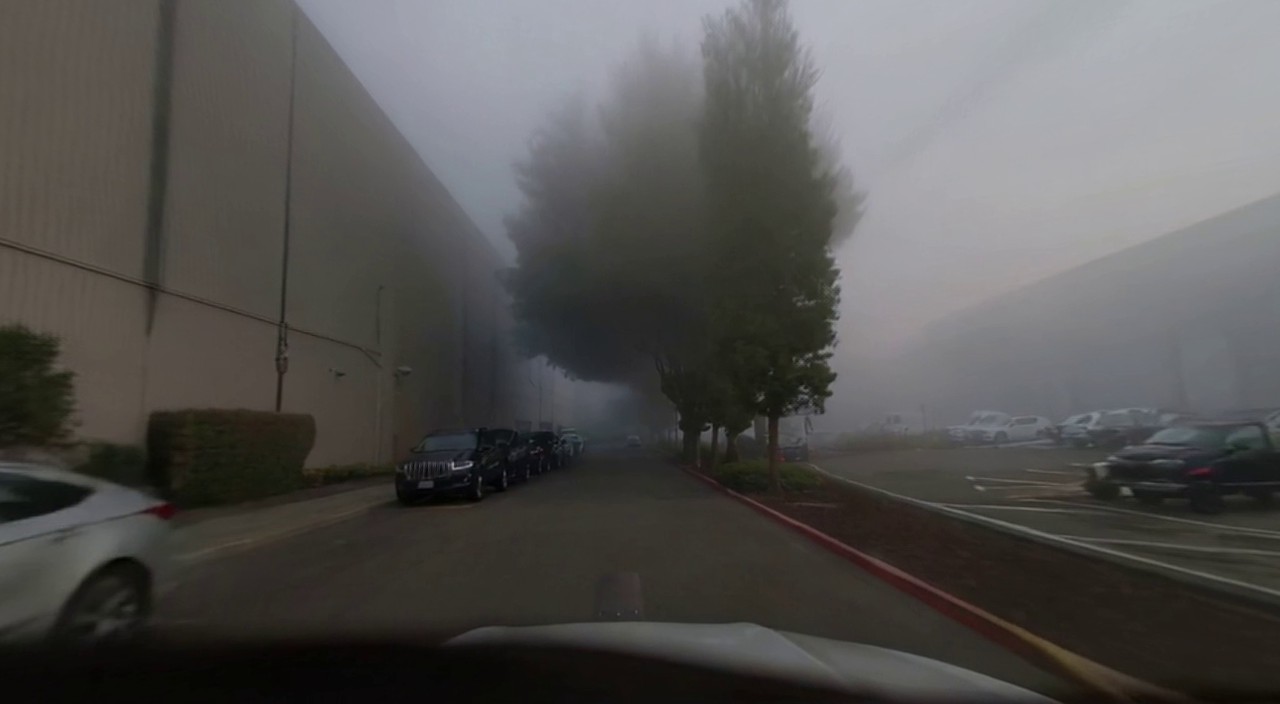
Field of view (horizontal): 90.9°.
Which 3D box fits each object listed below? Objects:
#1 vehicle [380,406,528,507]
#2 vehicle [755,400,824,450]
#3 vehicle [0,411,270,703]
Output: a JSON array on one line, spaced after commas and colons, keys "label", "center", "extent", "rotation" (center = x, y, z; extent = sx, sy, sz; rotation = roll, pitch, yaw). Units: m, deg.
[{"label": "vehicle", "center": [-4.170, 2.494, 15.065], "extent": [2.161, 1.843, 5.181], "rotation": [-3, -9, -3]}, {"label": "vehicle", "center": [10.117, 5.090, 43.497], "extent": [2.622, 3.108, 7.053], "rotation": [0, -8, -3]}, {"label": "vehicle", "center": [-4.122, 1.124, 3.115], "extent": [2.040, 1.501, 4.440], "rotation": [-4, -9, -2]}]
